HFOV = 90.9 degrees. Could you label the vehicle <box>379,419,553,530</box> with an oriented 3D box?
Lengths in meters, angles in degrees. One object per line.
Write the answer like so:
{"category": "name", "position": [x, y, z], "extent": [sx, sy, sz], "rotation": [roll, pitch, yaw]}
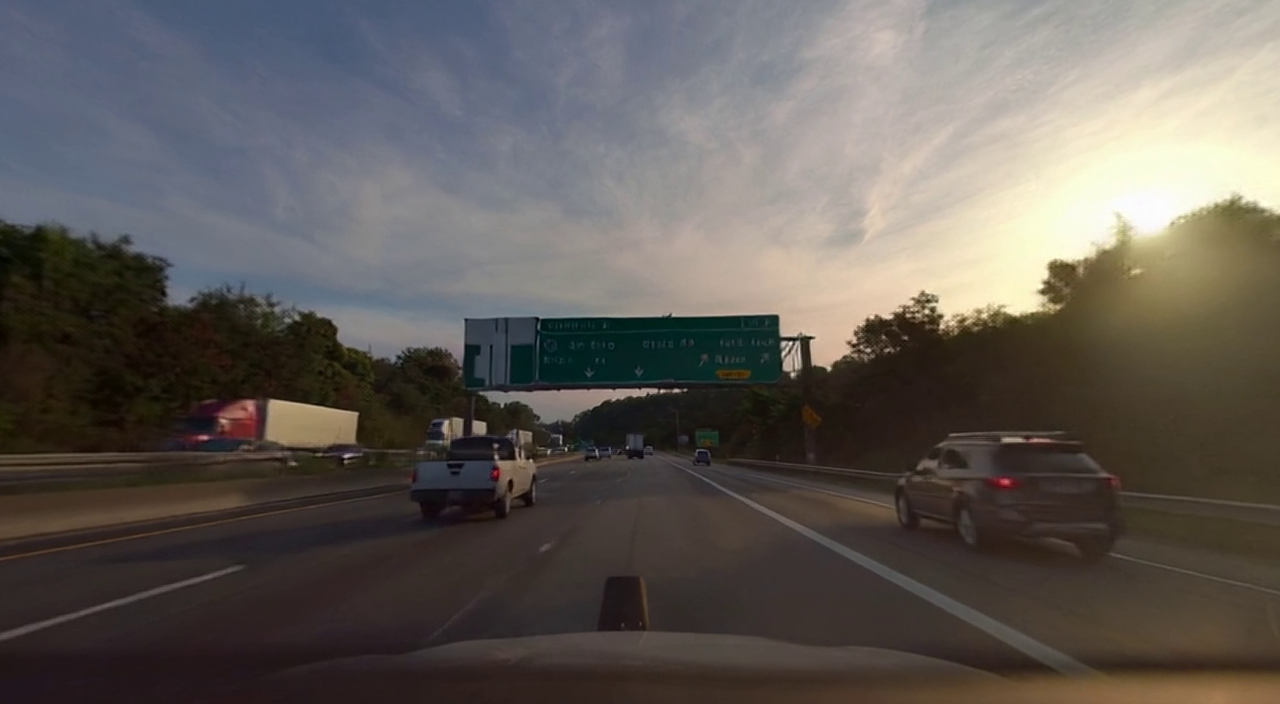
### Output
{"category": "vehicle", "position": [-3.426, 2.573, 13.740], "extent": [2.220, 1.928, 5.176], "rotation": [0, -9, 1]}

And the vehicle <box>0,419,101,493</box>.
{"category": "vehicle", "position": [-14.166, 2.139, 13.185], "extent": [1.874, 1.513, 4.268], "rotation": [2, -10, 1]}

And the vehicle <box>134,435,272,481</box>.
{"category": "vehicle", "position": [-14.588, 3.571, 21.337], "extent": [1.860, 1.424, 3.811], "rotation": [0, -9, 1]}

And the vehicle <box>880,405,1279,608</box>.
{"category": "vehicle", "position": [4.848, 1.657, 7.607], "extent": [2.080, 1.725, 4.252], "rotation": [0, -9, -2]}

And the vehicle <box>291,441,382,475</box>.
{"category": "vehicle", "position": [-13.663, 4.789, 28.635], "extent": [1.951, 1.428, 4.206], "rotation": [0, -9, 1]}
